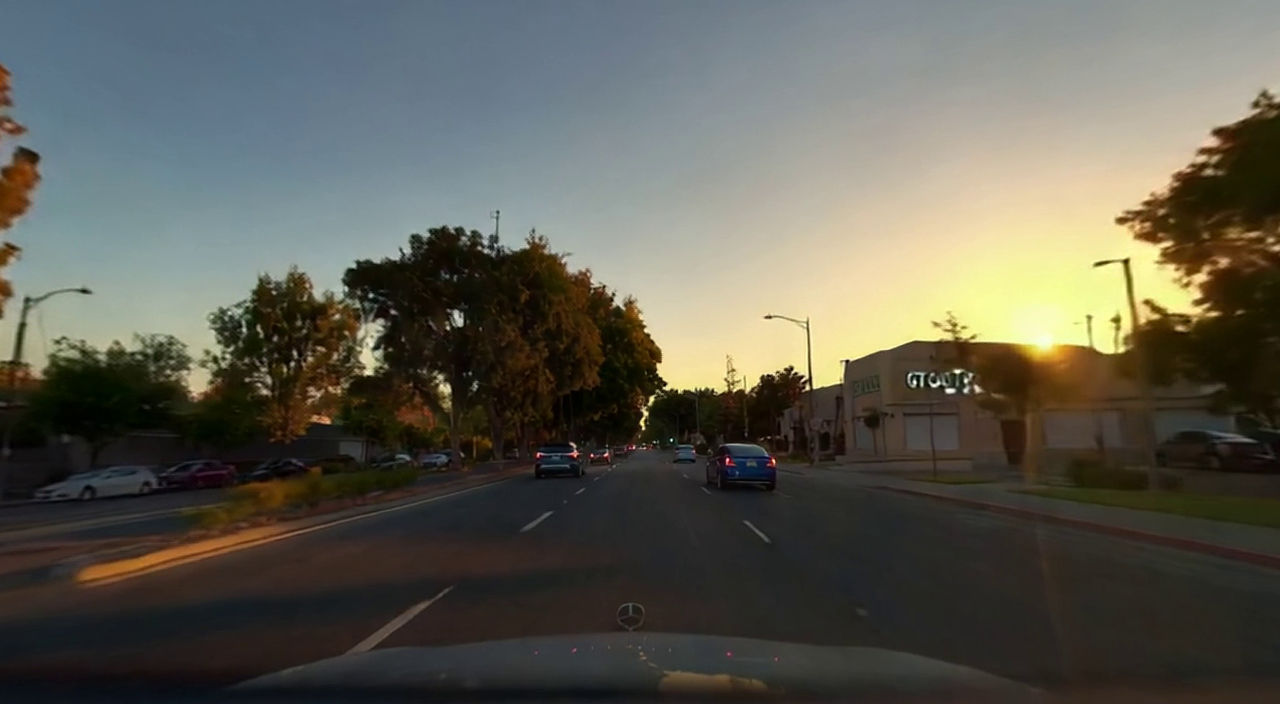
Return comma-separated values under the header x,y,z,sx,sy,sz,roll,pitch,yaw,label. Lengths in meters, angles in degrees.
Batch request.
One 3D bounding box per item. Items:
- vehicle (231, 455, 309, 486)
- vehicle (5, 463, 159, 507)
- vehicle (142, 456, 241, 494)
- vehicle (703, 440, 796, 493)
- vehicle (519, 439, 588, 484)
x,y,z,sx,sy,sz,roll,pitch,yaw,label
-22.476,7.190,38.512,1.922,1.682,4.638,0,-8,0,vehicle
-22.563,5.358,25.808,2.059,1.463,4.780,0,-8,-2,vehicle
-22.657,6.204,32.064,1.853,1.693,4.233,0,-8,1,vehicle
3.325,3.562,20.095,2.083,1.474,4.360,0,-8,-1,vehicle
-3.368,4.362,25.402,2.113,1.626,4.129,0,-8,1,vehicle
